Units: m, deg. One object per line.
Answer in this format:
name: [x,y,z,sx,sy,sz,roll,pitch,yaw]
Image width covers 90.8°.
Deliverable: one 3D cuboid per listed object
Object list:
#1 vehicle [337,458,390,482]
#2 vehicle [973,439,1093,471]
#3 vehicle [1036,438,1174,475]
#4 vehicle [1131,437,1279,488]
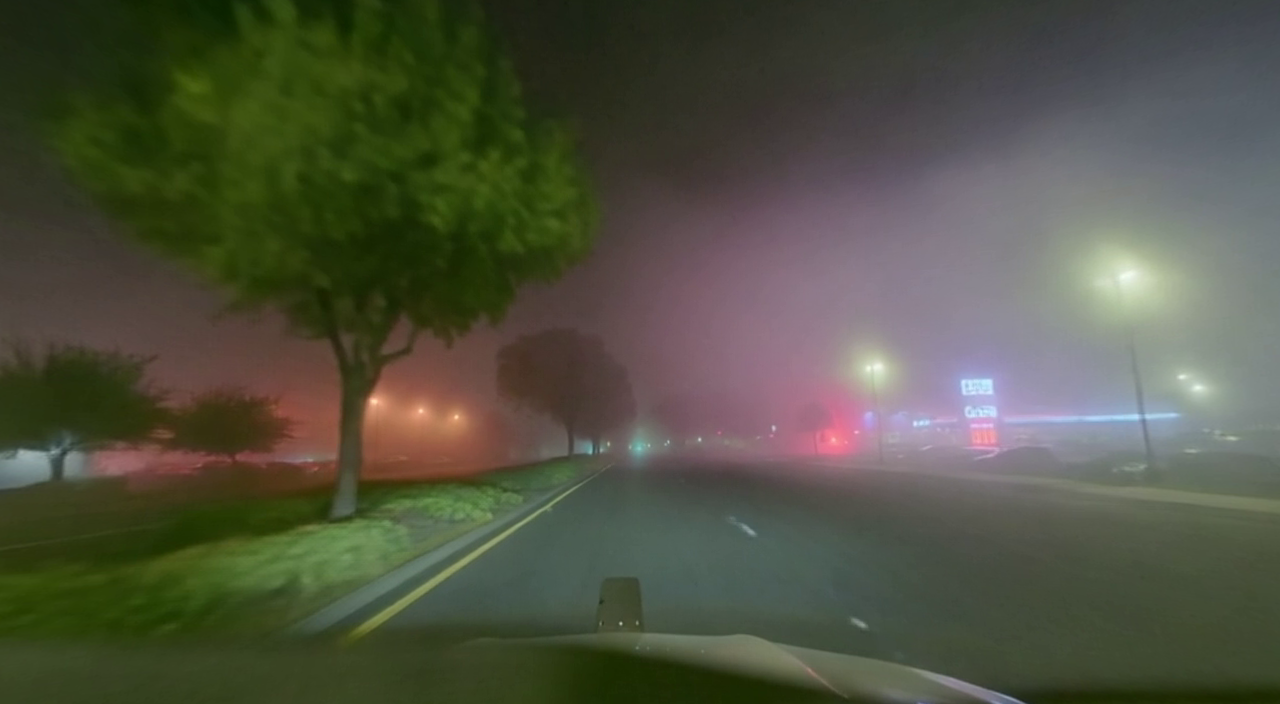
vehicle: [-19.474,8.336,44.753,1.889,1.497,4.478,-3,-9,-2]
vehicle: [20.302,5.338,32.834,4.762,1.550,2.089,-1,-9,3]
vehicle: [20.177,4.565,27.580,4.333,1.507,2.101,0,-9,0]
vehicle: [19.935,3.888,22.187,3.717,1.364,1.861,-5,-11,-1]
